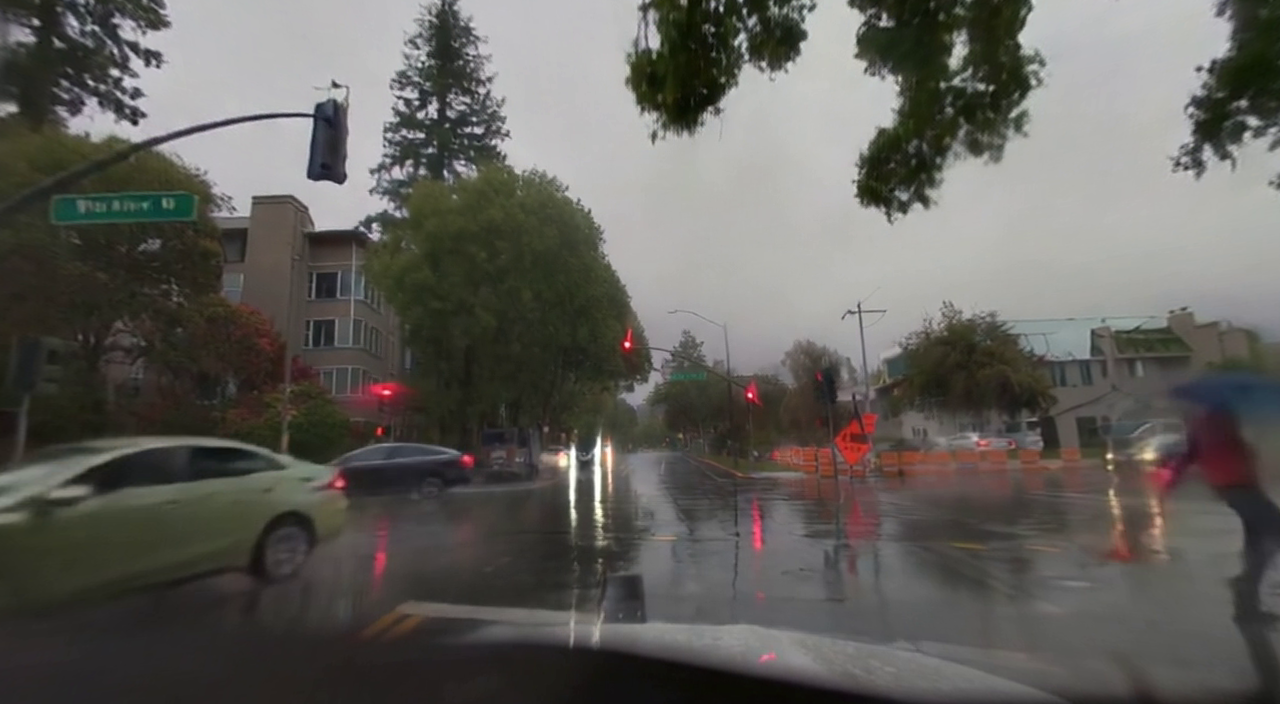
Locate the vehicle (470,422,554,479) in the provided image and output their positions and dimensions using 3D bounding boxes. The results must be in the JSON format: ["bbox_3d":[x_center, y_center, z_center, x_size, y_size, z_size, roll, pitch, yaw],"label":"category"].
[{"bbox_3d":[-6.378,5.067,32.701,2.896,2.560,7.322,0,-8,-1],"label":"vehicle"}]

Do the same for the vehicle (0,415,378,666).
[{"bbox_3d":[-4.829,1.450,5.587,1.979,1.630,4.771,-2,-9,16],"label":"vehicle"}]

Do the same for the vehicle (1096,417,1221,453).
[{"bbox_3d":[33.387,5.397,40.802,5.969,2.225,2.458,0,-9,-3],"label":"vehicle"}]

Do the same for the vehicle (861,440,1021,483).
[{"bbox_3d":[11.235,4.085,23.828,5.158,1.470,2.012,-4,-10,26],"label":"vehicle"}]

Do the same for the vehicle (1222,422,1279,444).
[{"bbox_3d":[46.174,5.989,46.608,4.562,1.603,1.816,0,-8,0],"label":"vehicle"}]

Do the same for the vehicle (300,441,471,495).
[{"bbox_3d":[-7.850,3.614,19.829,4.497,1.579,1.952,0,-9,-1],"label":"vehicle"}]

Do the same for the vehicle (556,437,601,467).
[{"bbox_3d":[-3.685,6.106,38.865,2.302,1.708,4.764,0,-9,0],"label":"vehicle"}]
